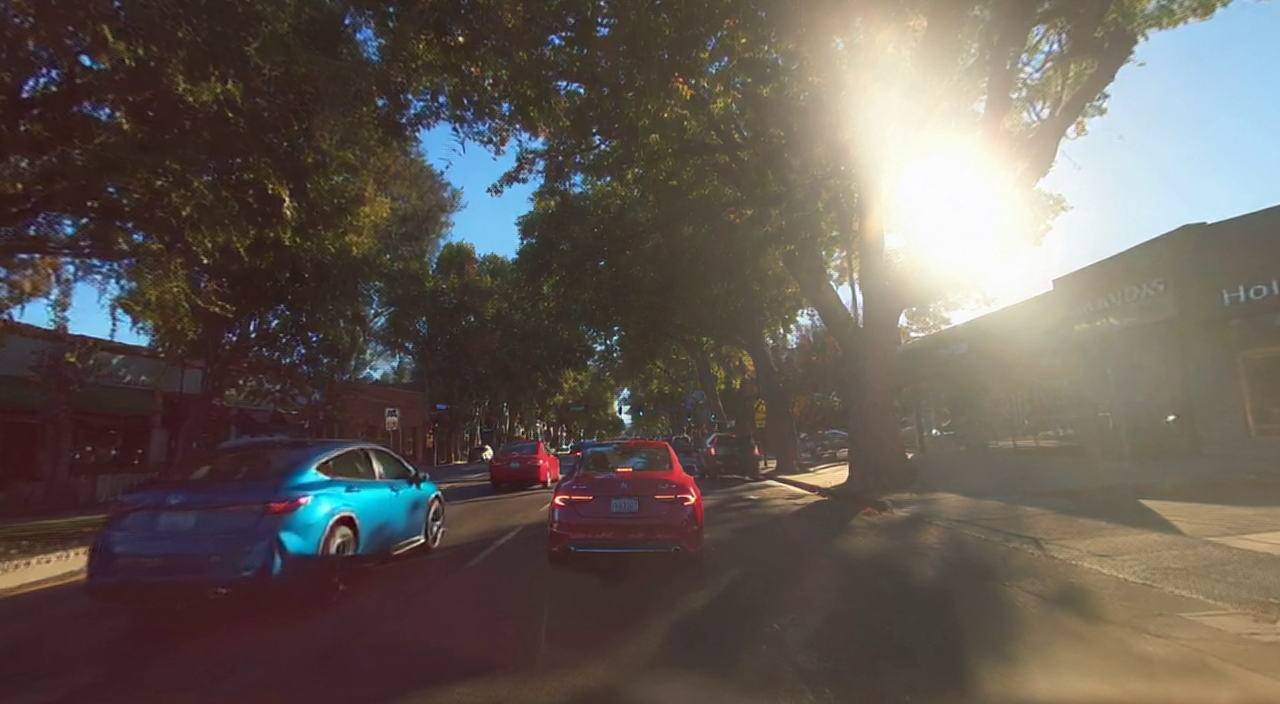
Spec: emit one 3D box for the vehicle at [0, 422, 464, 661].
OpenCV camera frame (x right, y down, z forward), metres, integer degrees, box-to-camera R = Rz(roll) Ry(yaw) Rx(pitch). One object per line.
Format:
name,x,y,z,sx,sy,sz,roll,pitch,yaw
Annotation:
vehicle,-3.405,1.505,6.172,2.029,1.456,4.414,0,-9,1

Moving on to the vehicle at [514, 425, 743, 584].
vehicle,-0.119,1.747,8.040,2.160,1.482,4.037,0,-9,0
